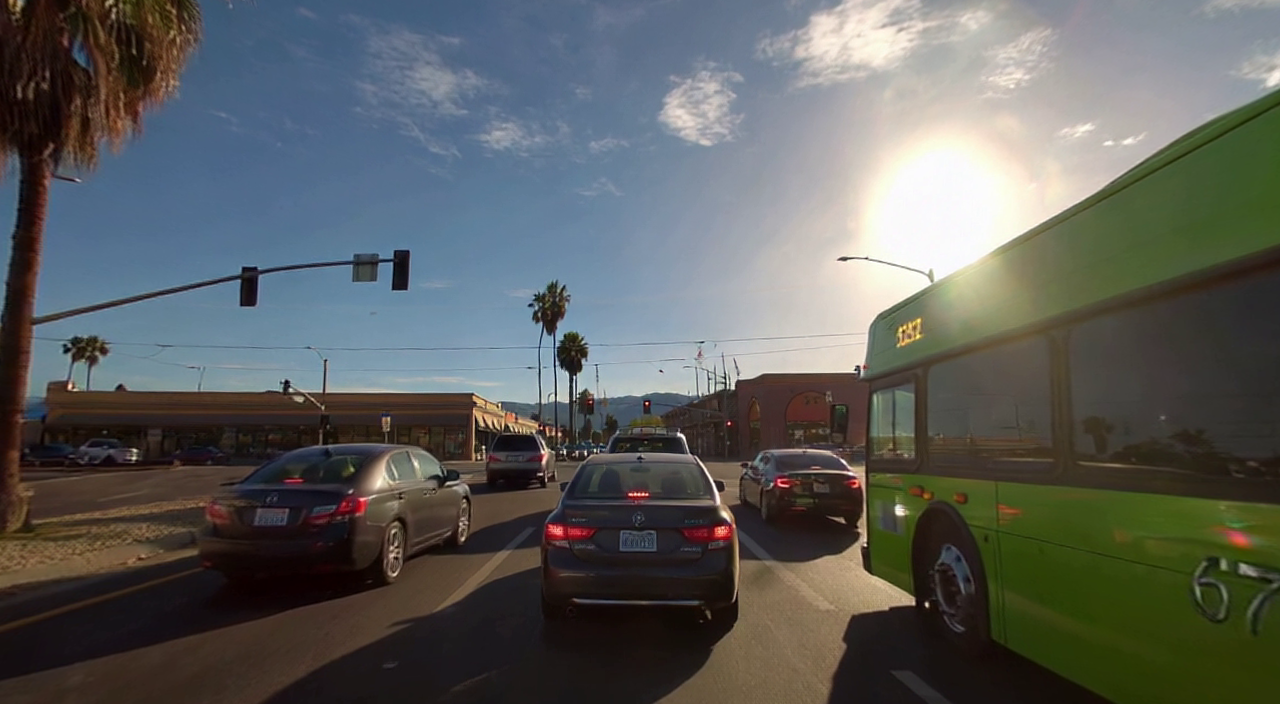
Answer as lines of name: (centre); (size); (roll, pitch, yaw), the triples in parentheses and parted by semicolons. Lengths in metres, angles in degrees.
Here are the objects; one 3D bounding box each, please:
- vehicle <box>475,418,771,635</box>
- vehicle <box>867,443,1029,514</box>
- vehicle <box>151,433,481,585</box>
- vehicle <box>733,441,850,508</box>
vehicle: (-0.123, 1.509, 6.402); (2.060, 1.499, 3.831); (0, -9, 0)
vehicle: (7.829, 3.231, 16.638); (2.181, 1.607, 4.236); (0, -9, 1)
vehicle: (-3.589, 1.796, 8.090); (1.919, 1.415, 4.178); (0, -9, 1)
vehicle: (3.735, 3.087, 16.418); (1.989, 1.467, 4.364); (0, -9, 0)
